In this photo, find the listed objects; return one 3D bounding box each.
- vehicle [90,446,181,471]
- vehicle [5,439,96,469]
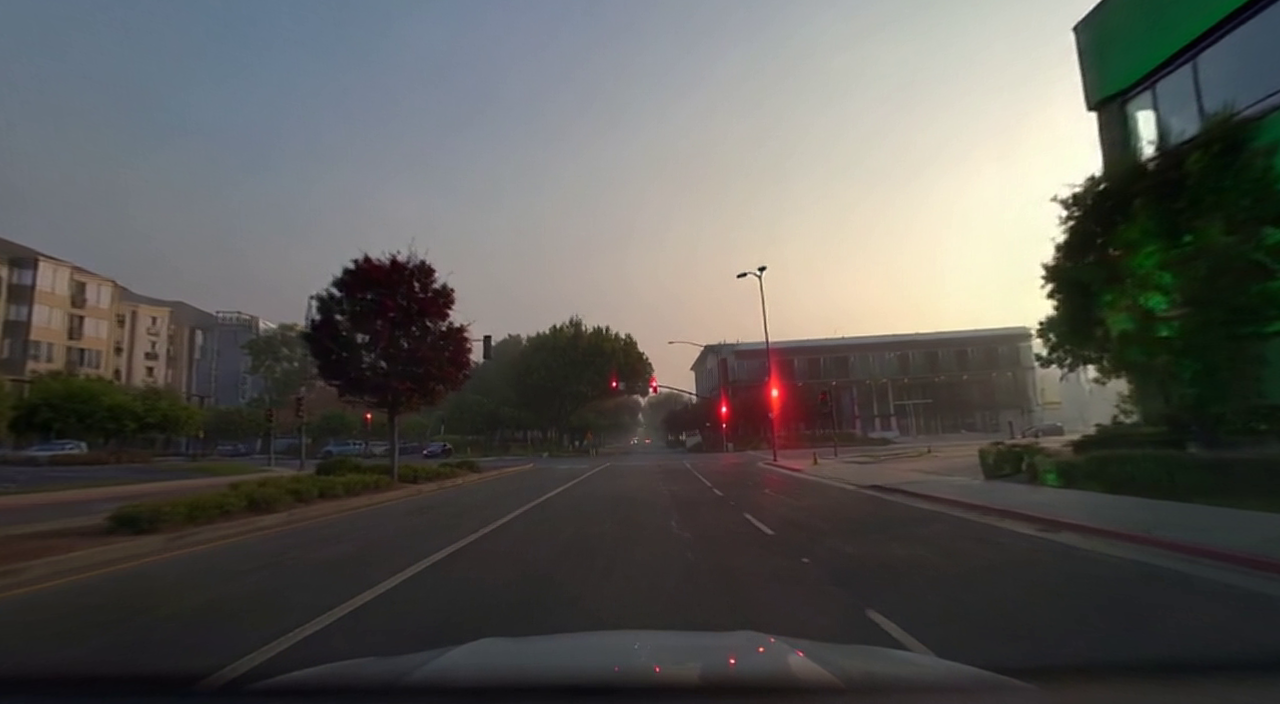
[{"bbox_3d":[-31.975,6.735,40.077,1.852,1.485,4.683,0,-9,1],"label":"vehicle"},{"bbox_3d":[-37.297,6.417,39.975,1.873,1.657,4.087,-3,-7,-1],"label":"vehicle"}]
